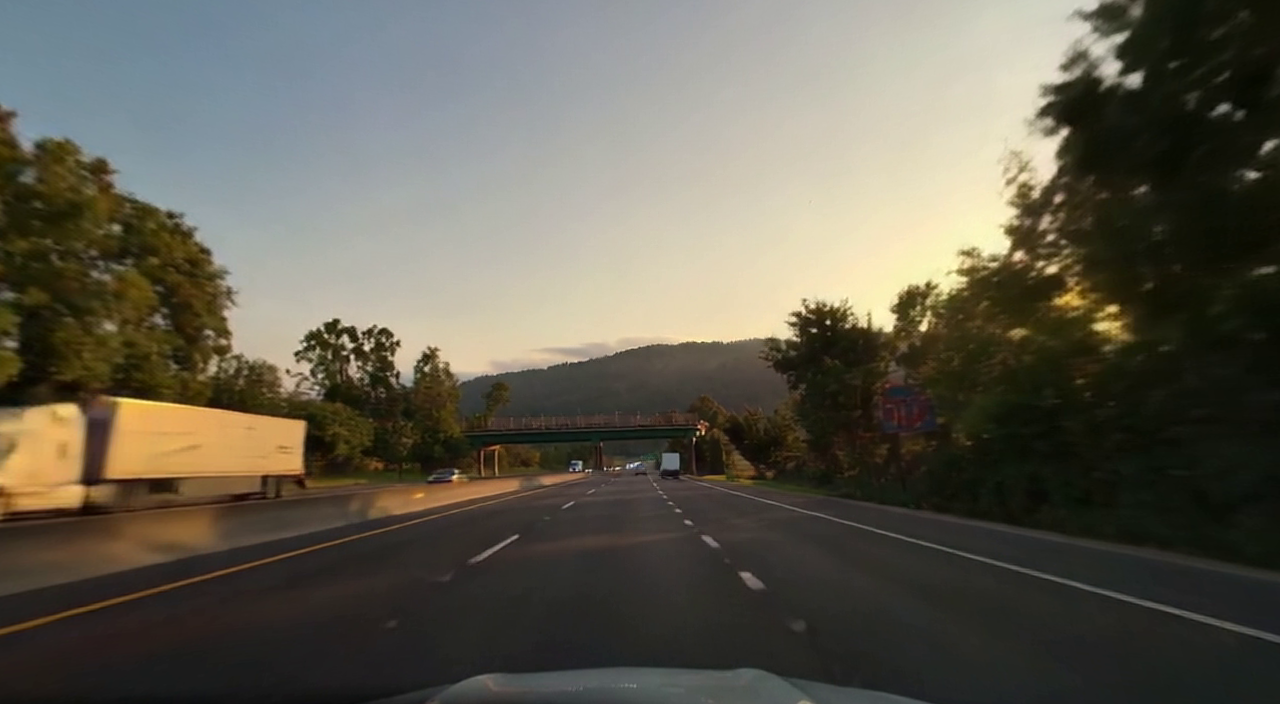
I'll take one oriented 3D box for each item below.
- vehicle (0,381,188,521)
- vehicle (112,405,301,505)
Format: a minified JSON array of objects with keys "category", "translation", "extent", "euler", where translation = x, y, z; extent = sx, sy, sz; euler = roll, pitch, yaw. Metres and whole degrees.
[{"category":"vehicle","translation":[-20.551,3.399,21.365],"extent":[2.936,4.096,9.901],"euler":[1,-10,0]},{"category":"vehicle","translation":[-20.587,5.120,30.913],"extent":[2.898,4.126,8.607],"euler":[1,-10,0]}]
